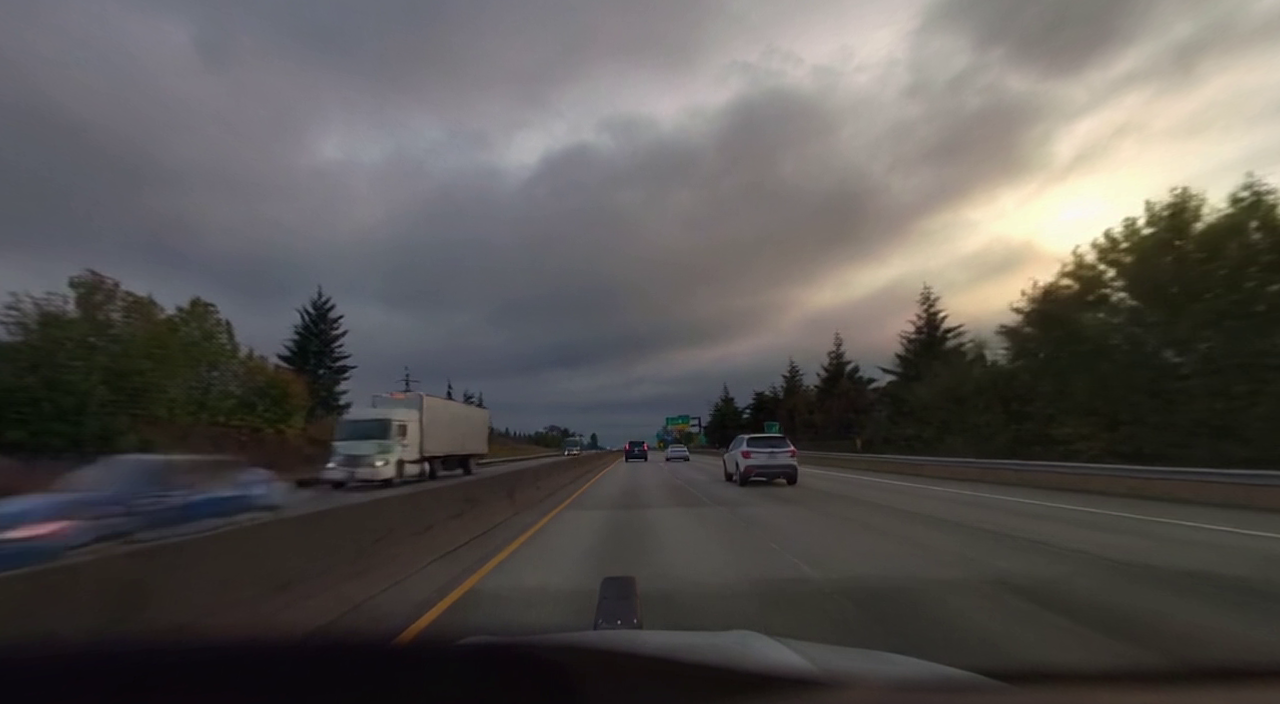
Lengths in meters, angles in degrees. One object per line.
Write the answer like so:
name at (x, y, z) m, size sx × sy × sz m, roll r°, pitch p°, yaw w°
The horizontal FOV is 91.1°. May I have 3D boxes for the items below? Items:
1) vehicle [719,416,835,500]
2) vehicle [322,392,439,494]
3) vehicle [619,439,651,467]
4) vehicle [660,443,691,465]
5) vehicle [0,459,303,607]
vehicle at (3.569, 2.879, 17.386) m, size 1.981 × 1.984 × 4.623 m, roll 0°, pitch -9°, yaw -2°
vehicle at (-10.709, 3.821, 26.362) m, size 3.343 × 3.964 × 3.305 m, roll 0°, pitch -9°, yaw 0°
vehicle at (-0.348, 7.254, 45.332) m, size 2.192 × 1.912 × 4.524 m, roll 0°, pitch -9°, yaw -1°
vehicle at (2.741, 8.051, 49.555) m, size 2.123 × 1.620 × 4.959 m, roll 0°, pitch -9°, yaw -1°
vehicle at (-6.953, 2.293, 8.895) m, size 1.901 × 1.462 × 4.439 m, roll 0°, pitch -9°, yaw 0°
